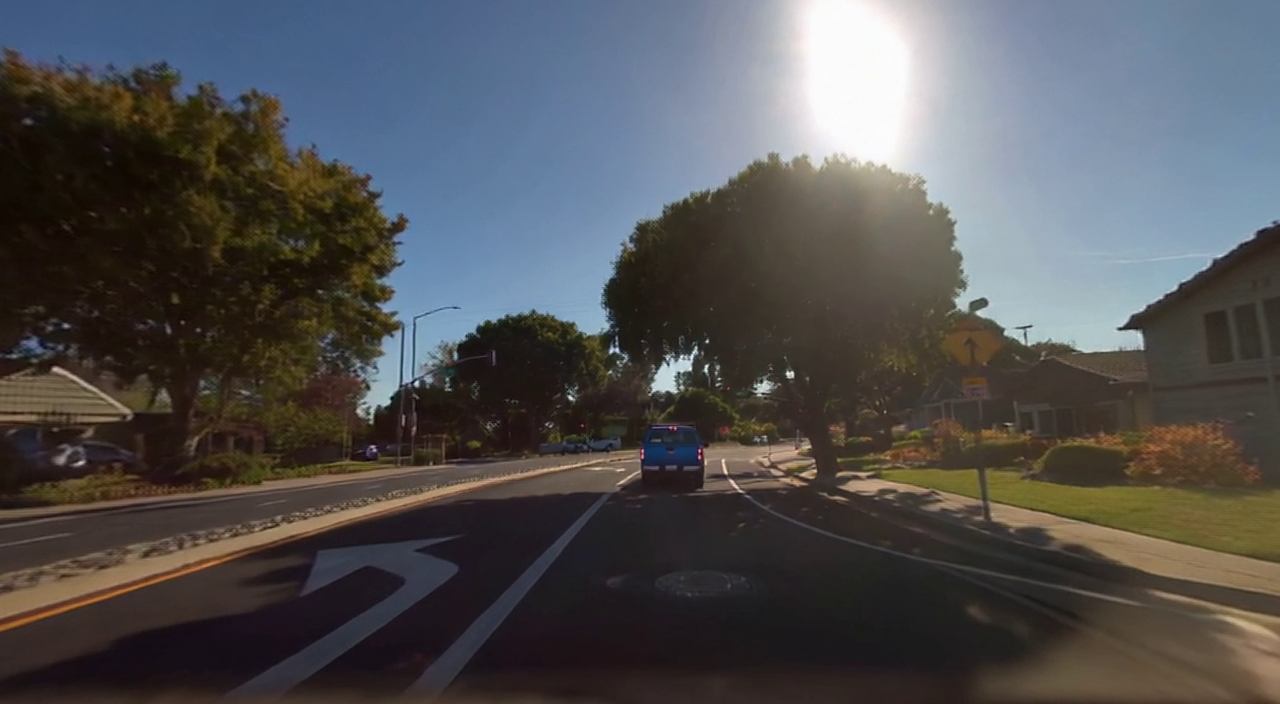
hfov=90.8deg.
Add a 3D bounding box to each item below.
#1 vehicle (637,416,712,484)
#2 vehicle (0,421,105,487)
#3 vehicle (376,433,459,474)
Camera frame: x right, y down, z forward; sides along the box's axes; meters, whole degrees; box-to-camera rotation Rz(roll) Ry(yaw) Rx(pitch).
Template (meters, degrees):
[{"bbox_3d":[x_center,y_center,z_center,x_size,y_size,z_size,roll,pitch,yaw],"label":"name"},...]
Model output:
[{"bbox_3d":[1.182,3.146,20.557,2.153,1.942,4.767,-1,-8,5],"label":"vehicle"},{"bbox_3d":[-21.336,3.426,20.778,5.208,1.960,2.385,-3,-8,-3],"label":"vehicle"},{"bbox_3d":[-11.405,5.199,32.768,2.053,1.822,4.852,-2,-6,7],"label":"vehicle"}]
